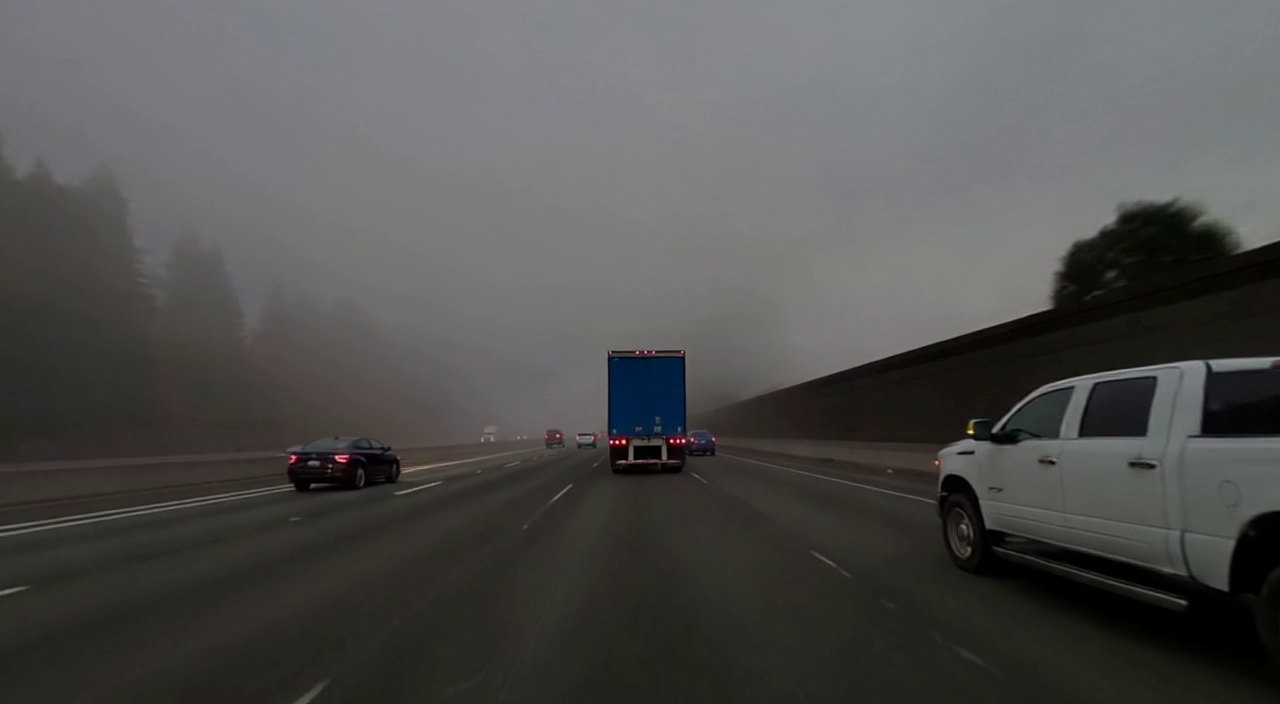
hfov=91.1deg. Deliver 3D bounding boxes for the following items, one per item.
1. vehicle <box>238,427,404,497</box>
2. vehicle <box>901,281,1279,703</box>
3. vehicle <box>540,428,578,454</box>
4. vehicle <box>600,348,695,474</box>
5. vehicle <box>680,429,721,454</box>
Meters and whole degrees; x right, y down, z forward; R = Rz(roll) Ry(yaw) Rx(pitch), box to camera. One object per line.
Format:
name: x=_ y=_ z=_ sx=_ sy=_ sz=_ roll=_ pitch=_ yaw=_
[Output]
vehicle: x=-7.671 y=2.646 z=15.657 sx=2.059 sy=1.500 sz=4.001 roll=0 pitch=-8 yaw=-1
vehicle: x=3.615 y=0.764 z=3.495 sx=2.118 sy=1.832 sz=4.901 roll=0 pitch=-8 yaw=-1
vehicle: x=-5.433 y=6.024 z=42.640 sx=2.134 sy=1.650 sz=4.133 roll=0 pitch=-8 yaw=-2
vehicle: x=-0.014 y=2.504 z=24.738 sx=2.904 sy=3.915 sz=10.473 roll=0 pitch=-8 yaw=-3
vehicle: x=3.851 y=5.827 z=41.067 sx=2.044 sy=1.508 sz=4.716 roll=0 pitch=-8 yaw=-2
